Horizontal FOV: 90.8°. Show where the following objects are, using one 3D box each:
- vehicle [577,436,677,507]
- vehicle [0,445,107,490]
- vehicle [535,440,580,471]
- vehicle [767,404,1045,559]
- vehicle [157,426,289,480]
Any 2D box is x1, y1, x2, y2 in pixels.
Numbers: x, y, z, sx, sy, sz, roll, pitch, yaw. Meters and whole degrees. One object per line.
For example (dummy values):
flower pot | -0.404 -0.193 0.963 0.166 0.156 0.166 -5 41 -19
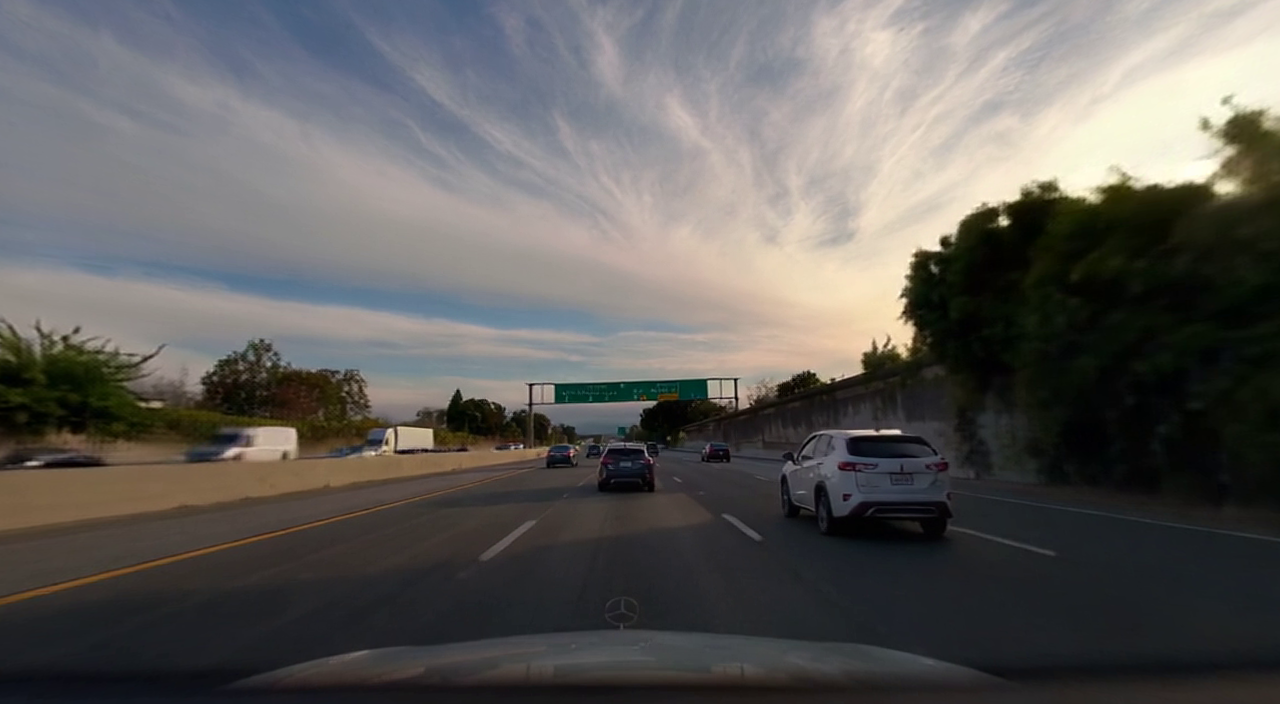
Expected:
vehicle | -0.323 2.823 15.359 2.098 1.475 3.997 0 -8 -2
vehicle | -21.935 4.078 22.658 2.141 1.462 4.057 0 -9 -2
vehicle | -4.985 6.338 38.919 2.218 1.776 5.031 0 -9 -1
vehicle | 3.615 1.870 9.851 2.162 1.800 4.693 0 -9 -2
vehicle | -17.973 4.385 27.675 2.233 2.092 5.457 0 -9 -3
